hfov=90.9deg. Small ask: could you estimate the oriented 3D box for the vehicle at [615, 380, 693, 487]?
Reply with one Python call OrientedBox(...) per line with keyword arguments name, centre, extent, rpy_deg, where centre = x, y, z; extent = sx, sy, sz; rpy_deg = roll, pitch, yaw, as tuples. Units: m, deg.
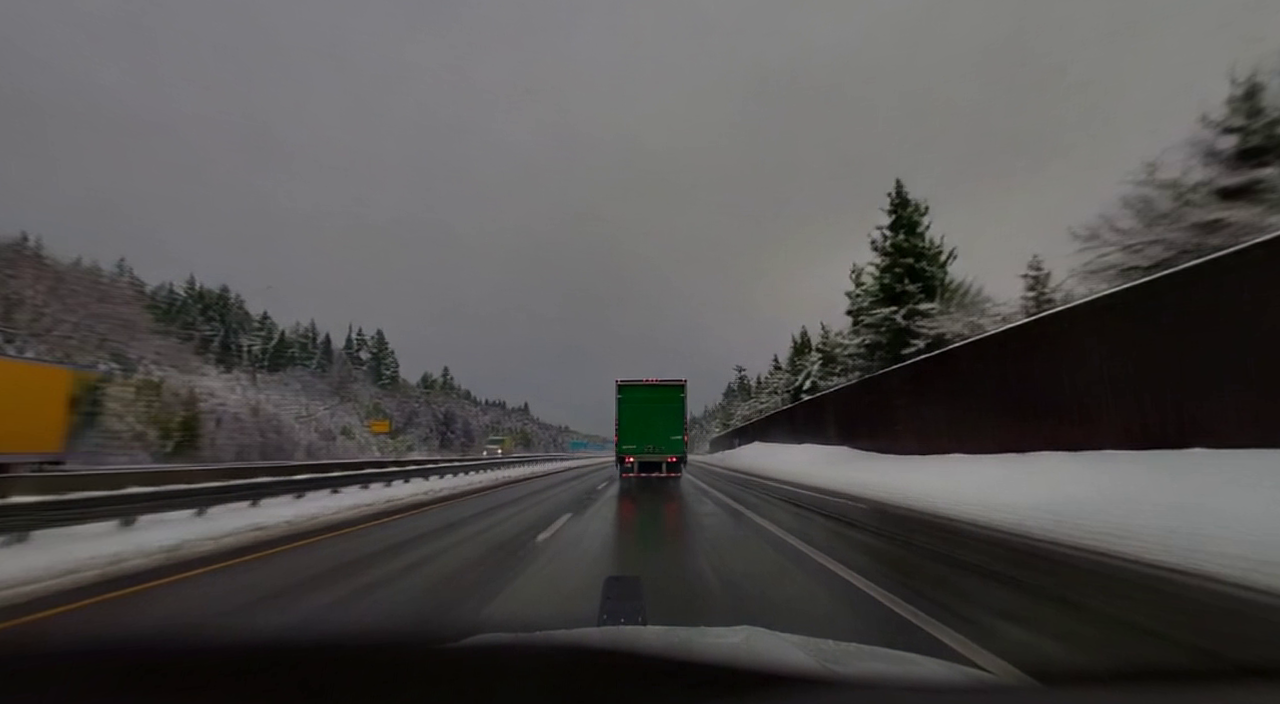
OrientedBox(name="vehicle", centre=(0.421, 3.811, 28.566), extent=(2.900, 3.955, 10.151), rpy_deg=(0, -9, -1))
